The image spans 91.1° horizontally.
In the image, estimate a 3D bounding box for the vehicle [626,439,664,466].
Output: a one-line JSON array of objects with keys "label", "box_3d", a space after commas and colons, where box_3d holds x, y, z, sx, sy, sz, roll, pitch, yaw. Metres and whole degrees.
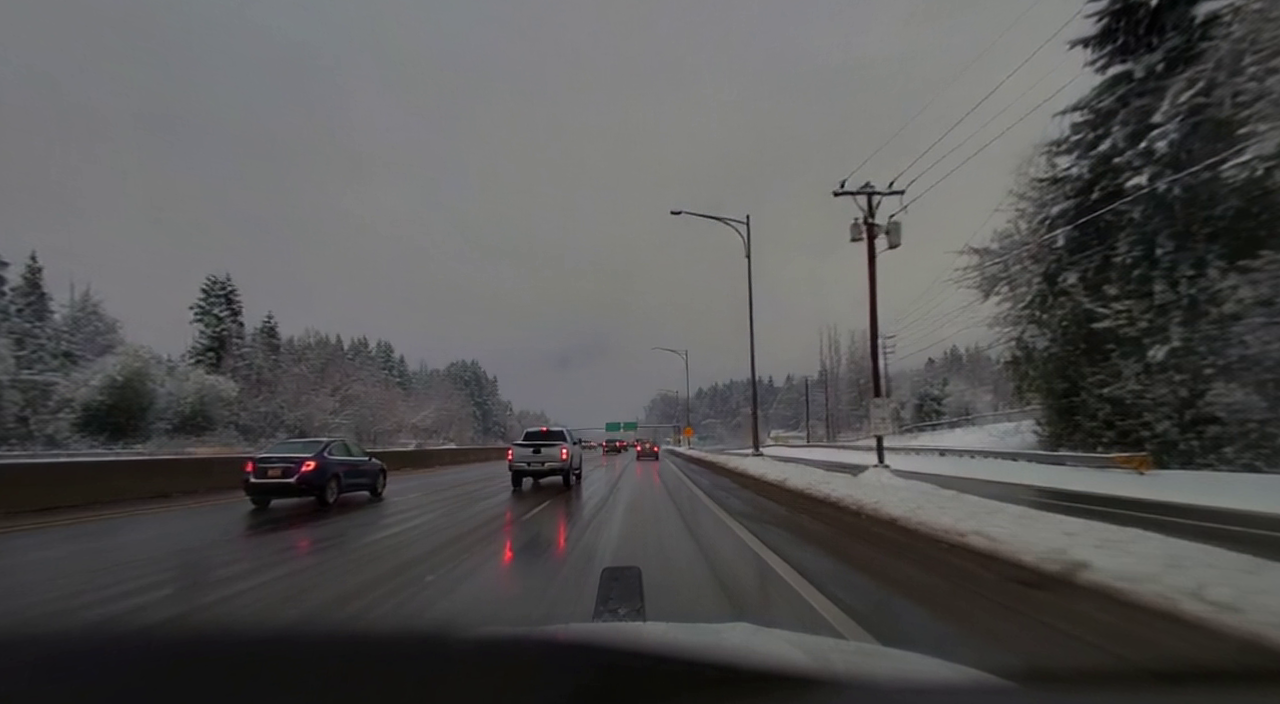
[{"label": "vehicle", "box_3d": [0.314, 5.714, 35.836, 2.013, 1.444, 4.447, 0, -8, 1]}]

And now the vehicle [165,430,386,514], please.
[{"label": "vehicle", "box_3d": [-7.390, 2.459, 13.405, 1.964, 1.481, 4.425, 0, -8, 1]}]

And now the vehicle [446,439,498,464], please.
[{"label": "vehicle", "box_3d": [-10.453, 6.192, 39.374, 1.915, 1.472, 4.502, 0, -8, 2]}]

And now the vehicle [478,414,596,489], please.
[{"label": "vehicle", "box_3d": [-3.129, 3.292, 21.010, 2.815, 2.092, 6.526, 0, -8, 1]}]
